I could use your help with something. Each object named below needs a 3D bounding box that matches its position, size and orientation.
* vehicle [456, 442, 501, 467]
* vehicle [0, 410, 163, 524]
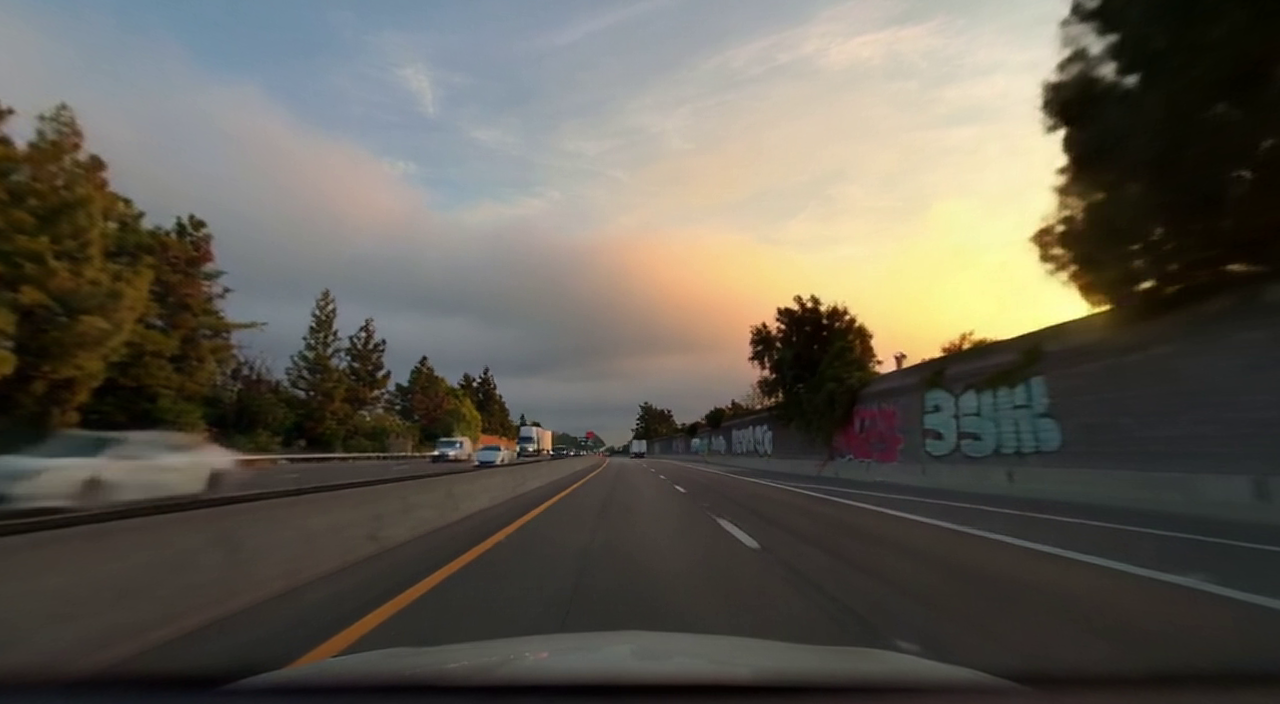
[{"bbox_3d":[-10.089,6.466,39.527,1.813,1.466,3.902,0,-9,0],"label":"vehicle"},{"bbox_3d":[-9.362,1.639,9.028,1.834,1.482,3.947,0,-9,0],"label":"vehicle"}]
